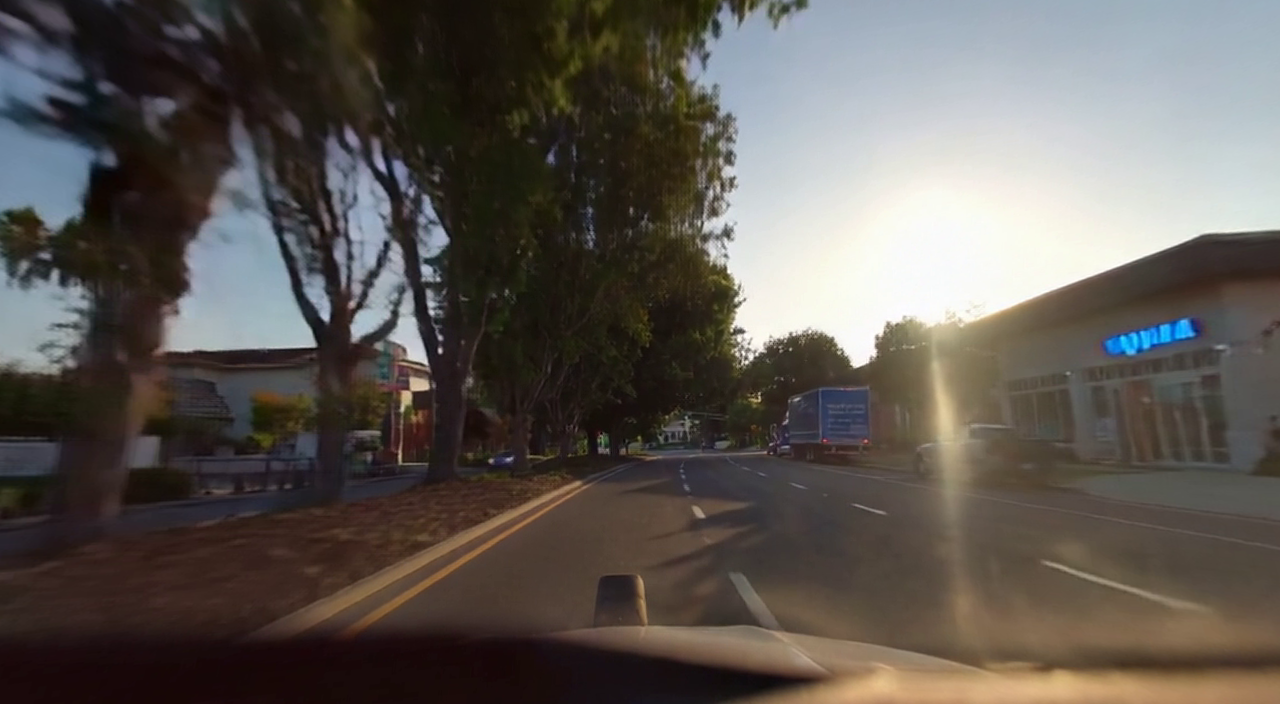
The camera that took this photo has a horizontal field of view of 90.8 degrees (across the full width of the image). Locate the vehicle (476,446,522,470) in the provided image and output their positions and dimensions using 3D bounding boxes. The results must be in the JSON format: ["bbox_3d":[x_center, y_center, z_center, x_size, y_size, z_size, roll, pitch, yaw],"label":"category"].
[{"bbox_3d":[-9.506,7.185,42.958,1.907,1.505,4.354,-1,-8,4],"label":"vehicle"}]

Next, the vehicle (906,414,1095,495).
[{"bbox_3d":[10.068,2.950,18.460,2.200,1.944,5.935,-1,-8,2],"label":"vehicle"}]

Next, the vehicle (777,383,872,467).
[{"bbox_3d":[11.804,5.155,42.797,2.907,4.439,17.681,-1,-8,6],"label":"vehicle"}]
